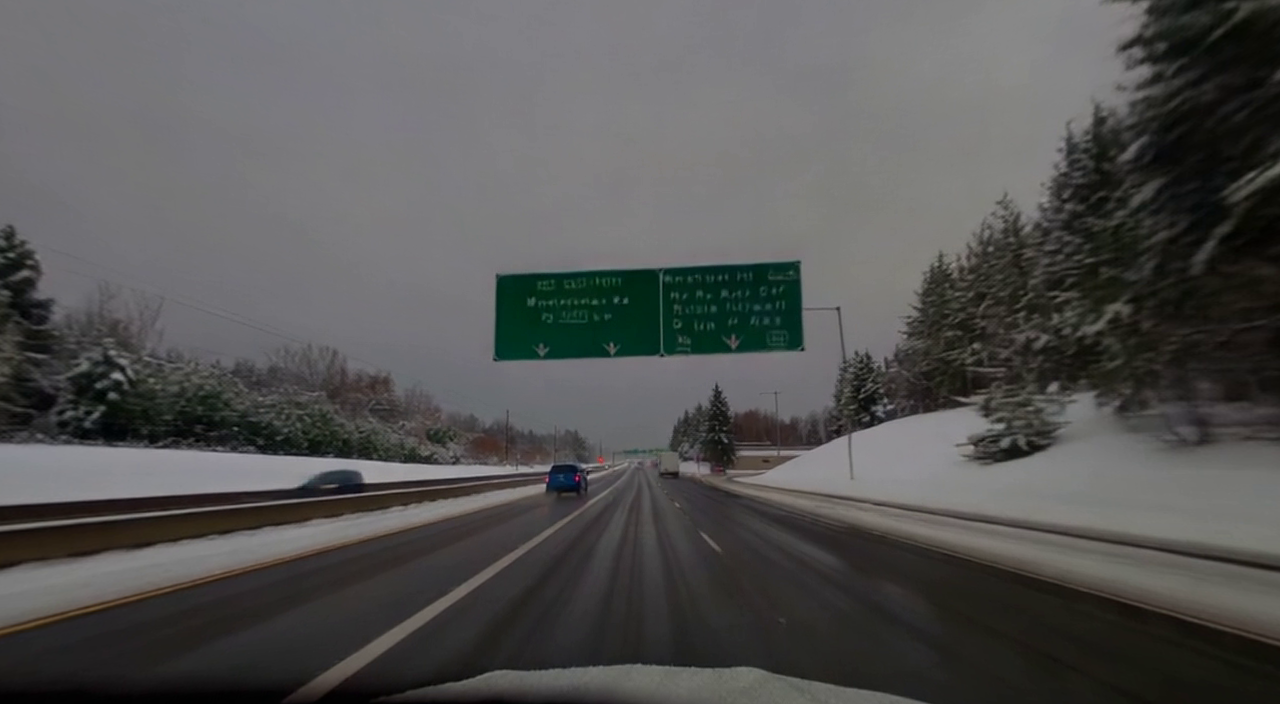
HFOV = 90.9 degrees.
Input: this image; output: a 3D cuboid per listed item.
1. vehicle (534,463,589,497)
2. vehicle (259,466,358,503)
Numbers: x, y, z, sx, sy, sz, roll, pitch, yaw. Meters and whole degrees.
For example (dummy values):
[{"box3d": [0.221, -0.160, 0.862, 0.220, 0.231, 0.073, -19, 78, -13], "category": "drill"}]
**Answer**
[{"box3d": [-3.769, 6.232, 30.938, 2.045, 1.487, 4.582, 1, -10, 1], "category": "vehicle"}, {"box3d": [-14.664, 5.874, 28.203, 1.961, 1.478, 4.534, 1, -10, 0], "category": "vehicle"}]
